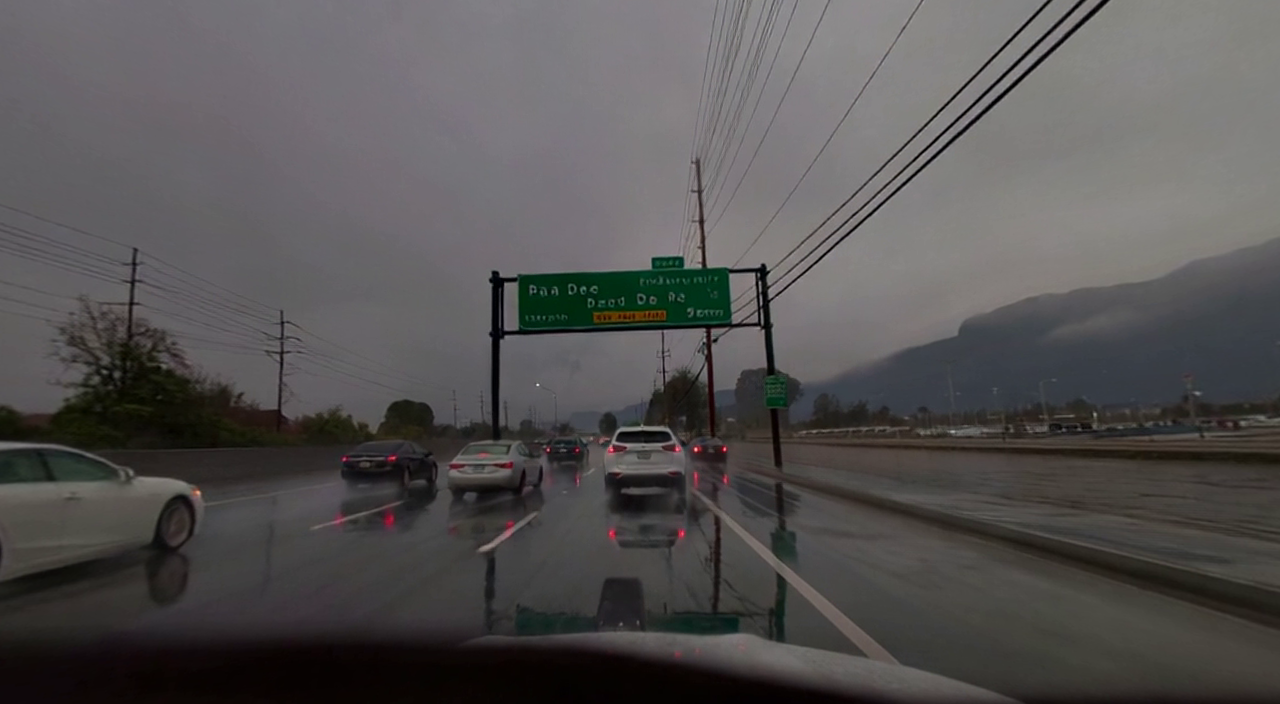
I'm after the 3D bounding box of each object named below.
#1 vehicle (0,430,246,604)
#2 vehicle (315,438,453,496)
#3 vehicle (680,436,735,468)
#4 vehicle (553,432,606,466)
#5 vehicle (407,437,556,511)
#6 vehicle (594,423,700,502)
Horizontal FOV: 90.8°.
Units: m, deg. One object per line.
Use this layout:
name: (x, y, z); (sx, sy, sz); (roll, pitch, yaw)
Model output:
vehicle: (-6.389, 1.550, 6.409); (1.958, 1.447, 4.454); (0, -8, -1)
vehicle: (-7.133, 3.234, 18.254); (1.959, 1.435, 4.719); (0, -8, 1)
vehicle: (3.249, 4.924, 31.407); (2.197, 1.464, 4.356); (0, -8, -1)
vehicle: (-3.240, 5.316, 34.759); (2.353, 1.773, 4.286); (0, -8, 1)
vehicle: (-3.417, 2.733, 14.731); (2.203, 1.425, 4.610); (0, -8, 1)
vehicle: (0.145, 2.690, 15.740); (2.284, 1.699, 4.168); (0, -8, 0)
